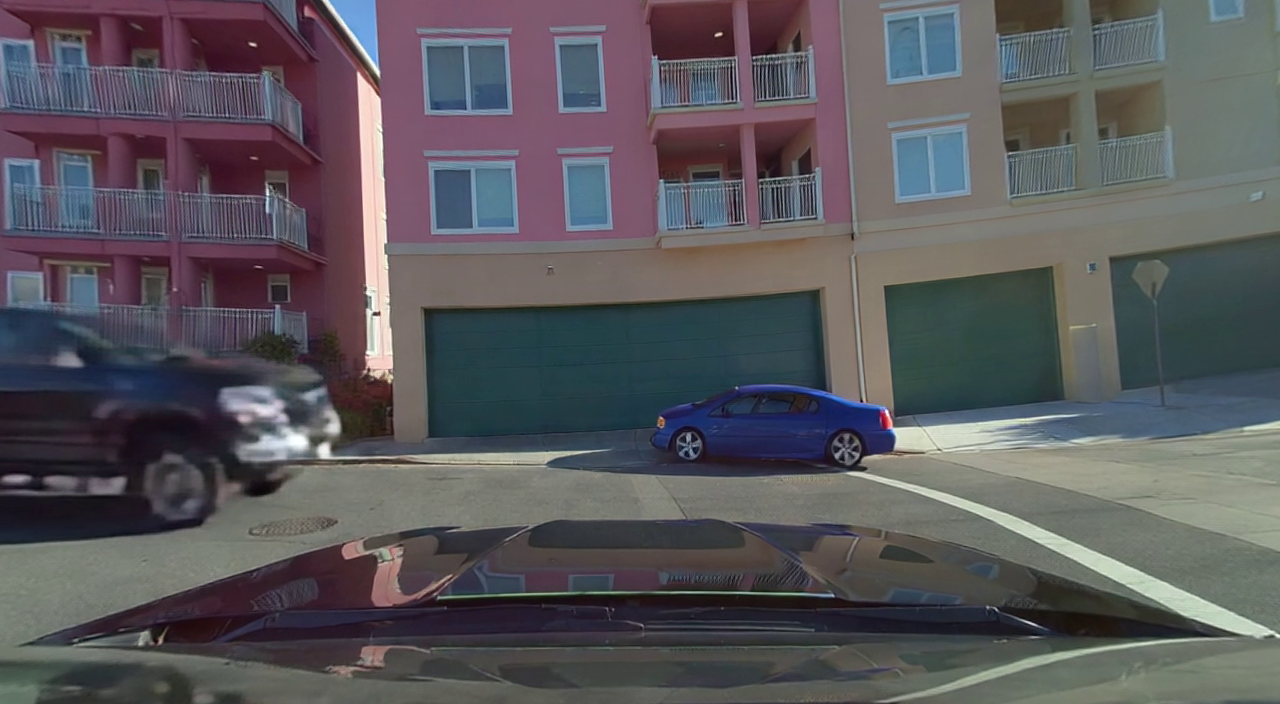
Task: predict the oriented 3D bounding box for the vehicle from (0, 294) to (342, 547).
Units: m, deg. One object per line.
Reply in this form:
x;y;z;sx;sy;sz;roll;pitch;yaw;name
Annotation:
-6.148;0.669;6.019;5.448;1.974;2.176;0;-8;0;vehicle

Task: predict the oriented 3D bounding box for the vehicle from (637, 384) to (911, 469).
2.301;1.417;11.838;4.697;1.444;1.825;0;-8;-1;vehicle

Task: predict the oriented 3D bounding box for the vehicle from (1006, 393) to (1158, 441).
15.783;2.368;22.679;3.905;1.475;2.057;-2;-8;-2;vehicle
